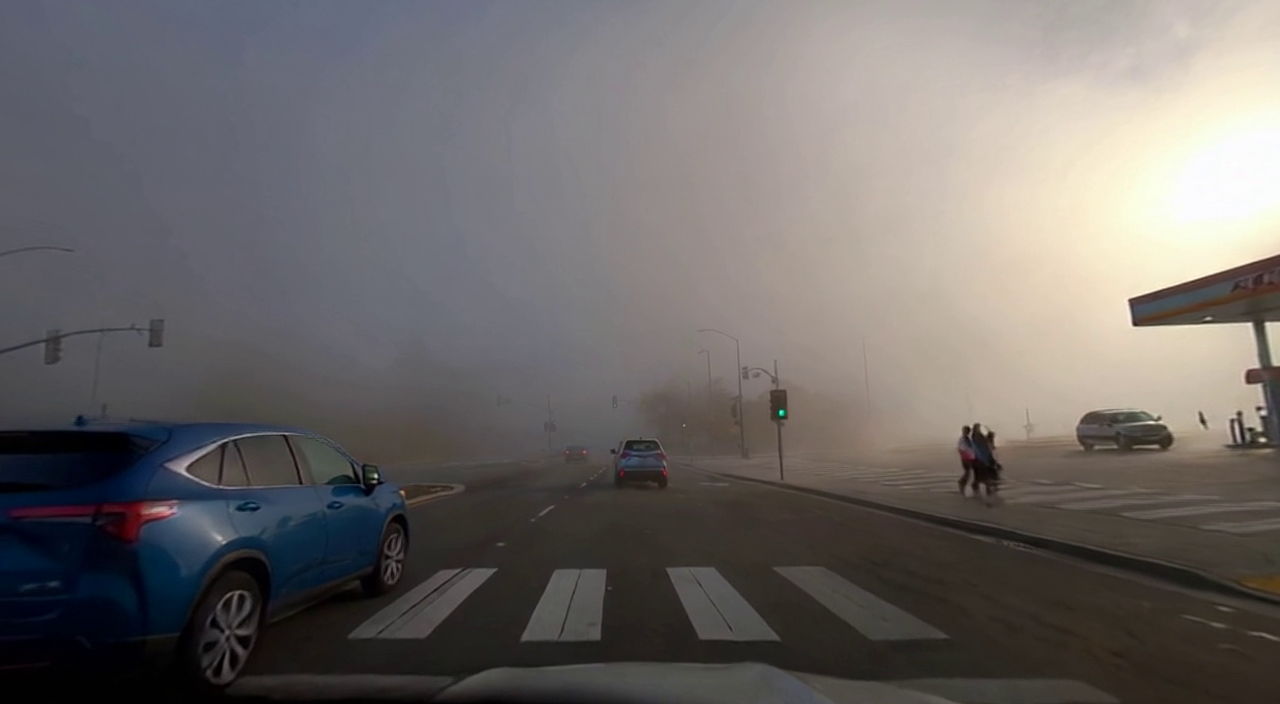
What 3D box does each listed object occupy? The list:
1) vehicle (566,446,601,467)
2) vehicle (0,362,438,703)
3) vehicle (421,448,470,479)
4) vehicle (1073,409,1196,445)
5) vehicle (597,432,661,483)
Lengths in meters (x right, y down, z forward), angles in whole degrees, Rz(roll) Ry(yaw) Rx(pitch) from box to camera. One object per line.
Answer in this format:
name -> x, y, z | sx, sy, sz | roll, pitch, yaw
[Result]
vehicle -> -4.273, 7.952, 48.169 | 2.192, 1.458, 4.594 | 0, -8, 0
vehicle -> -3.495, 1.265, 5.042 | 2.247, 1.734, 4.919 | 0, -8, -2
vehicle -> -11.816, 6.763, 38.450 | 1.943, 1.643, 4.167 | -2, -8, -4
vehicle -> 27.619, 4.225, 35.290 | 5.102, 1.893, 2.120 | 0, -9, -2
vehicle -> -0.534, 4.633, 27.899 | 2.552, 1.999, 5.498 | 0, -8, -2
